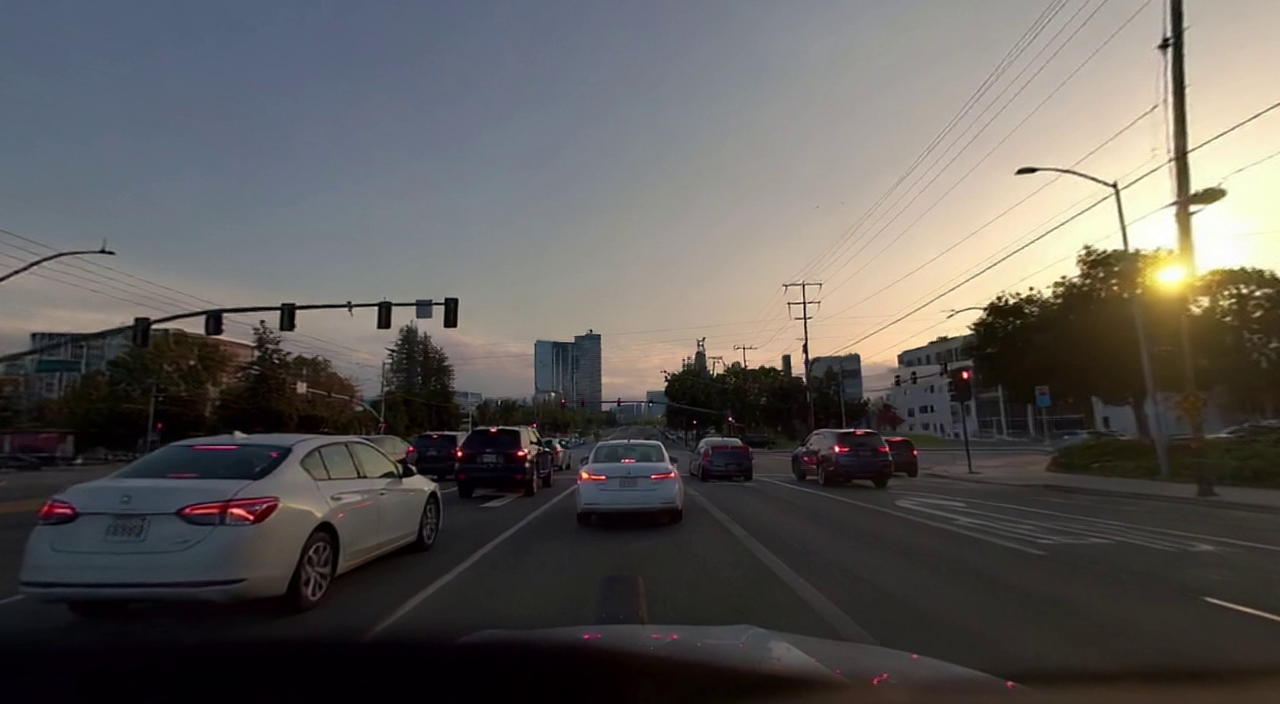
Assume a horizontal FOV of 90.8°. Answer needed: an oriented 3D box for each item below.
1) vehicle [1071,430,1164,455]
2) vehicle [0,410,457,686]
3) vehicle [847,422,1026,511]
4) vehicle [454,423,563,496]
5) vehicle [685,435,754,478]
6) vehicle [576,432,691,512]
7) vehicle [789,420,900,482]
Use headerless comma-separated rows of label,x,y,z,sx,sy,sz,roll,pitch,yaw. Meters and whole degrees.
vehicle,35.502,6.742,47.086,5.147,1.774,2.049,0,-9,2
vehicle,-3.205,1.366,5.604,1.837,1.463,4.311,0,-8,0
vehicle,6.423,2.512,14.340,1.945,1.706,4.190,0,-8,-1
vehicle,-3.386,2.866,17.174,2.033,1.714,4.278,0,-8,0
vehicle,2.998,4.064,24.932,1.987,1.515,4.521,0,-8,-2
vehicle,-0.137,2.483,13.549,2.098,1.431,3.958,0,-8,0
vehicle,7.174,3.552,22.905,2.156,1.982,5.358,0,-8,-1
